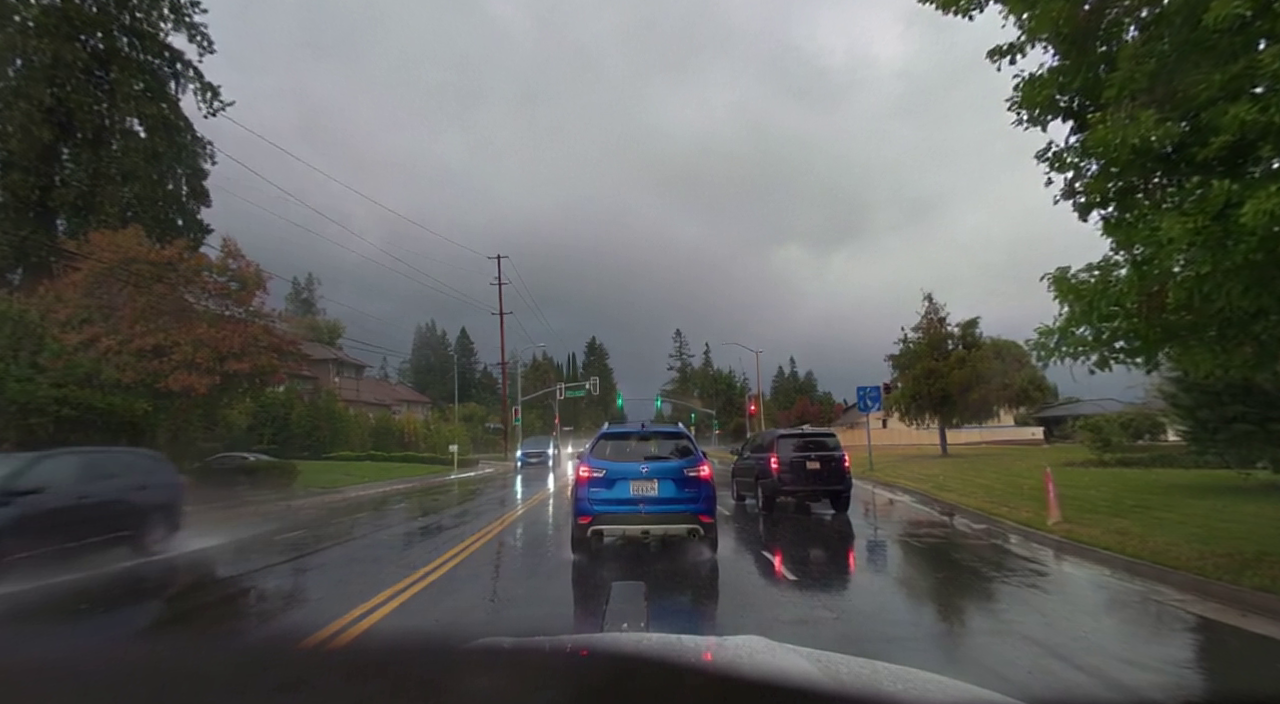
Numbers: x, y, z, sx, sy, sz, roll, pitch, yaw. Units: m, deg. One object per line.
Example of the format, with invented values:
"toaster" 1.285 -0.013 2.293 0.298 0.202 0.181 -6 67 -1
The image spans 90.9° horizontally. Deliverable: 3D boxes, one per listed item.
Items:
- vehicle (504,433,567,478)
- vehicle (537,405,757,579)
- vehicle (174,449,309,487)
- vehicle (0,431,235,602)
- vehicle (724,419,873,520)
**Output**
"vehicle" -4.920 4.977 30.511 2.138 1.938 5.584 0 -8 -1
"vehicle" 0.054 1.676 8.321 2.151 1.695 4.100 0 -8 0
"vehicle" -16.117 4.678 25.644 4.245 1.446 1.827 0 -8 1
"vehicle" -7.311 1.854 7.771 1.985 1.672 3.960 0 -8 0
"vehicle" 3.075 2.382 13.283 1.967 1.756 4.281 0 -8 -1
